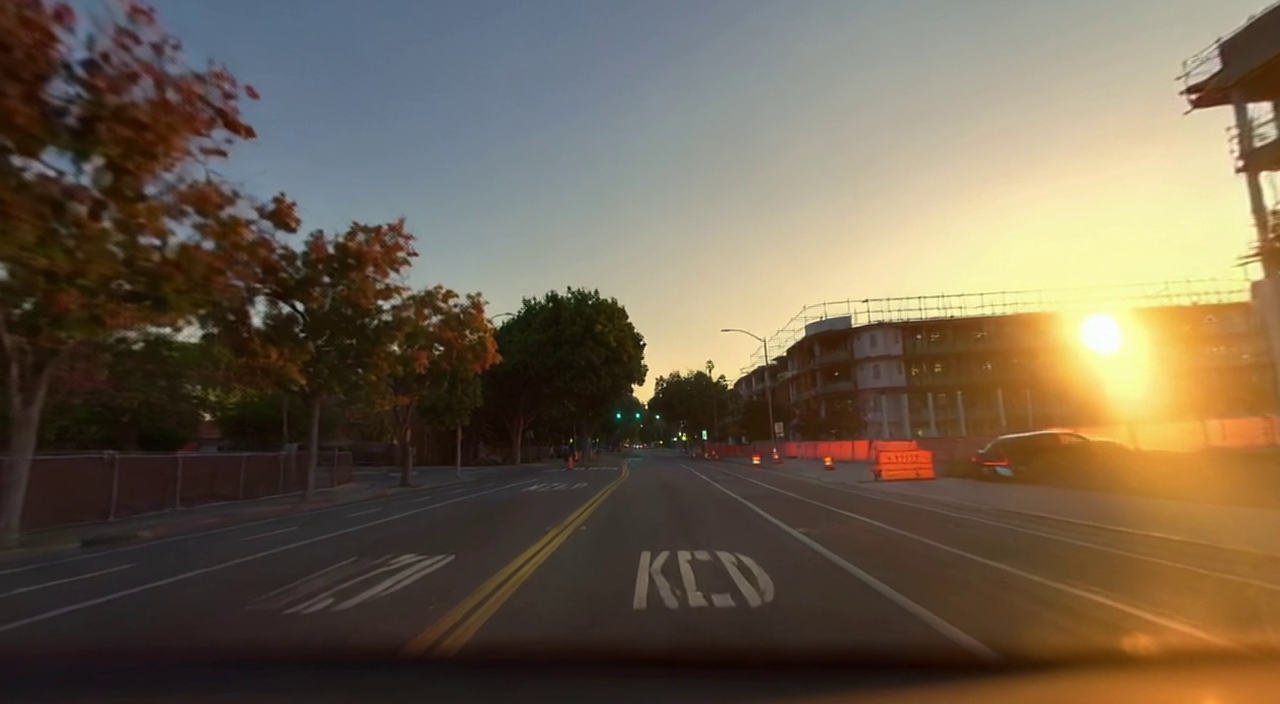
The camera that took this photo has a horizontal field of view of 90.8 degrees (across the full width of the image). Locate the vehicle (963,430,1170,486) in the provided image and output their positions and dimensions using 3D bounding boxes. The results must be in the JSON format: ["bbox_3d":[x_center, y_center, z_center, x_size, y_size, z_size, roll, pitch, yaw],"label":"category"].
[{"bbox_3d":[11.558,2.895,17.411,4.251,1.418,1.896,-1,-8,3],"label":"vehicle"}]
